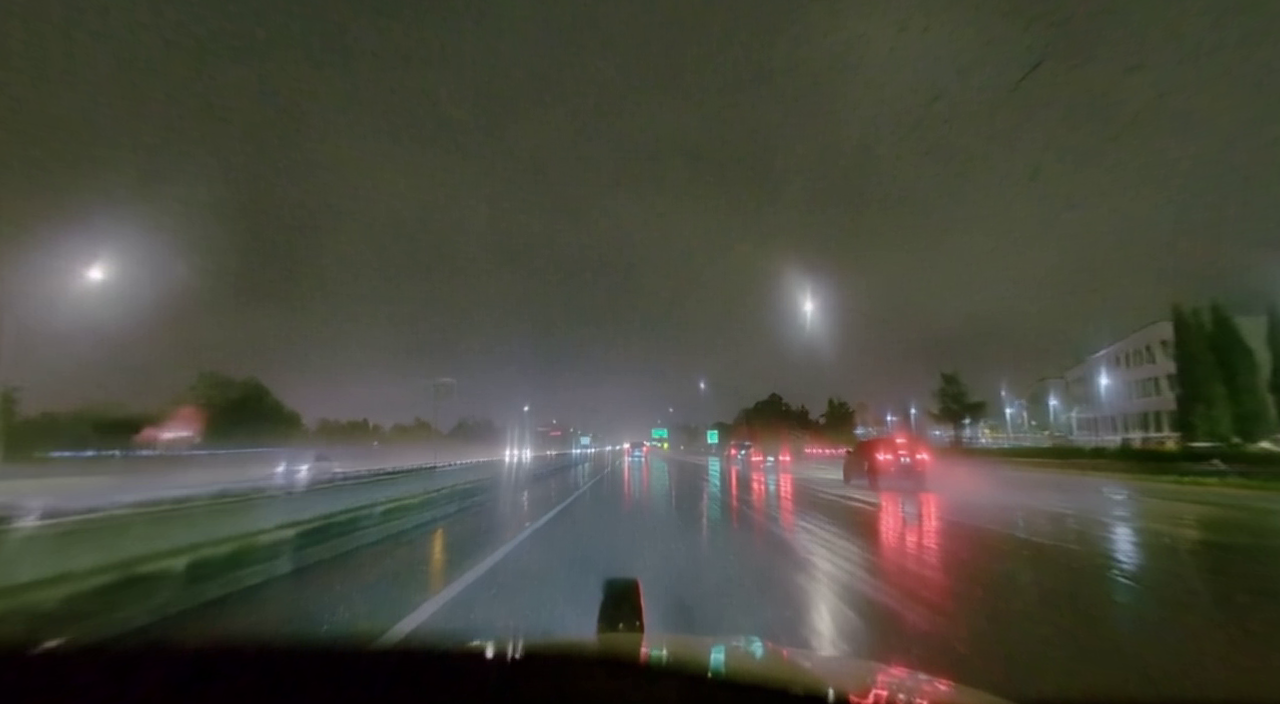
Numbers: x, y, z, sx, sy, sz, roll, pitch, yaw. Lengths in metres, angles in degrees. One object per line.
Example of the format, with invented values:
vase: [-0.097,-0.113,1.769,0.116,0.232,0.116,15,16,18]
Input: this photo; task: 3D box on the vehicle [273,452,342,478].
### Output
vehicle: [-20.674,7.026,39.344,1.860,1.532,4.310,0,-9,1]

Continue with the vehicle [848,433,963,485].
vehicle: [10.908,4.467,26.510,2.387,1.936,5.646,0,-9,0]

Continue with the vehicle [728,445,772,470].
vehicle: [7.296,7.030,42.174,2.053,1.553,4.463,0,-9,-1]
